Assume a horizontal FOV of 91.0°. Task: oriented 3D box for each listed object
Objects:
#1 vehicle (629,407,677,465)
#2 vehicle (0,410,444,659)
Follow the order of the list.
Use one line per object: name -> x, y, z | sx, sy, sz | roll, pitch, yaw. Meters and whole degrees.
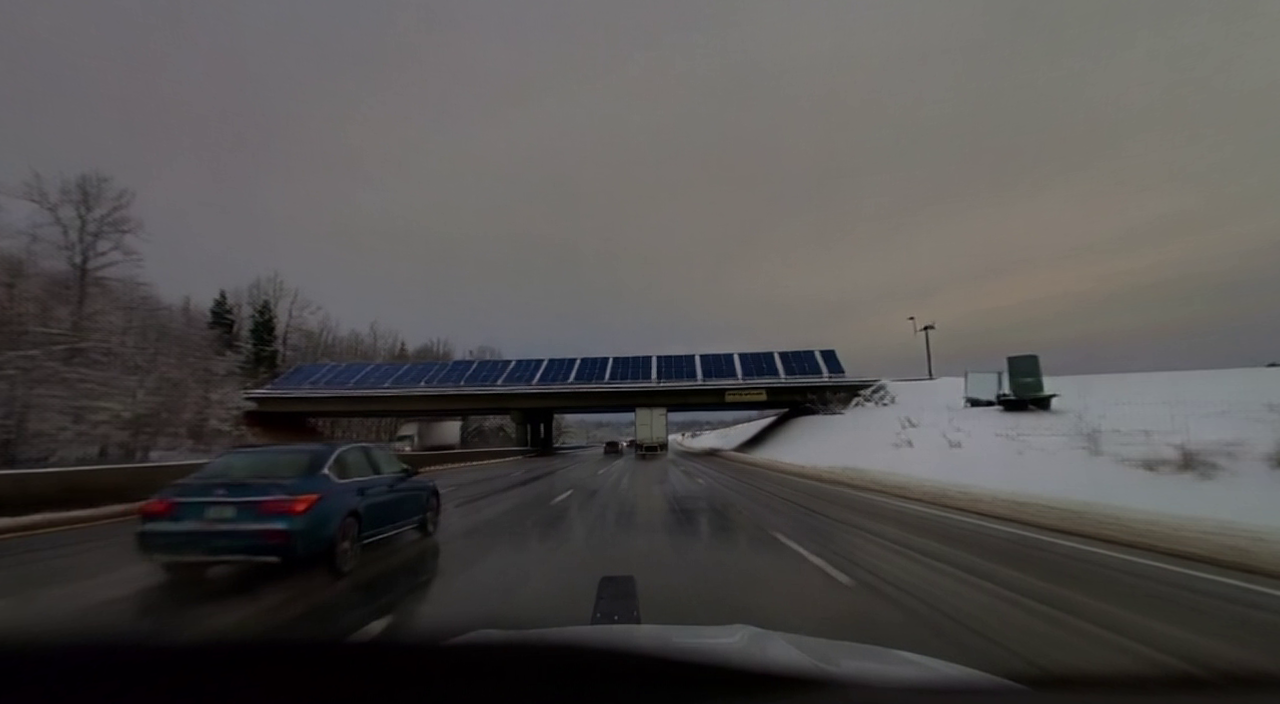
vehicle -> 0.850, 5.972, 44.419 | 2.967, 3.633, 10.015 | 0, -8, 0
vehicle -> -3.668, 1.490, 6.258 | 2.066, 1.581, 4.268 | 0, -8, 0
